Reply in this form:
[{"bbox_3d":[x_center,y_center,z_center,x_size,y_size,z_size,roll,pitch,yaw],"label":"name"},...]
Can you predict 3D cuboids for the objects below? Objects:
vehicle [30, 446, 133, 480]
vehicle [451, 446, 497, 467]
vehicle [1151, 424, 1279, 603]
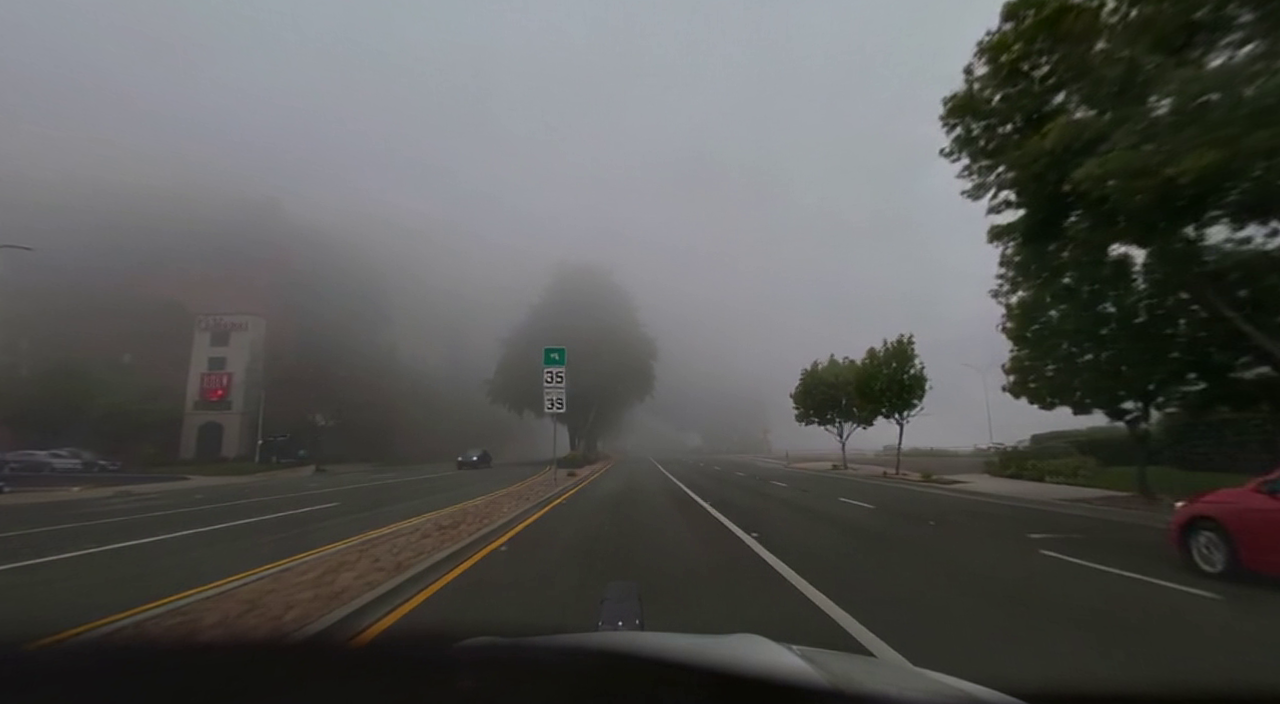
[{"bbox_3d":[-35.771,7.080,40.697,2.083,2.034,5.018,0,-9,-2],"label":"vehicle"},{"bbox_3d":[-12.697,8.021,48.683,2.163,1.576,4.704,0,-9,1],"label":"vehicle"},{"bbox_3d":[6.559,1.201,4.197,2.088,1.524,5.085,0,-9,0],"label":"vehicle"}]
